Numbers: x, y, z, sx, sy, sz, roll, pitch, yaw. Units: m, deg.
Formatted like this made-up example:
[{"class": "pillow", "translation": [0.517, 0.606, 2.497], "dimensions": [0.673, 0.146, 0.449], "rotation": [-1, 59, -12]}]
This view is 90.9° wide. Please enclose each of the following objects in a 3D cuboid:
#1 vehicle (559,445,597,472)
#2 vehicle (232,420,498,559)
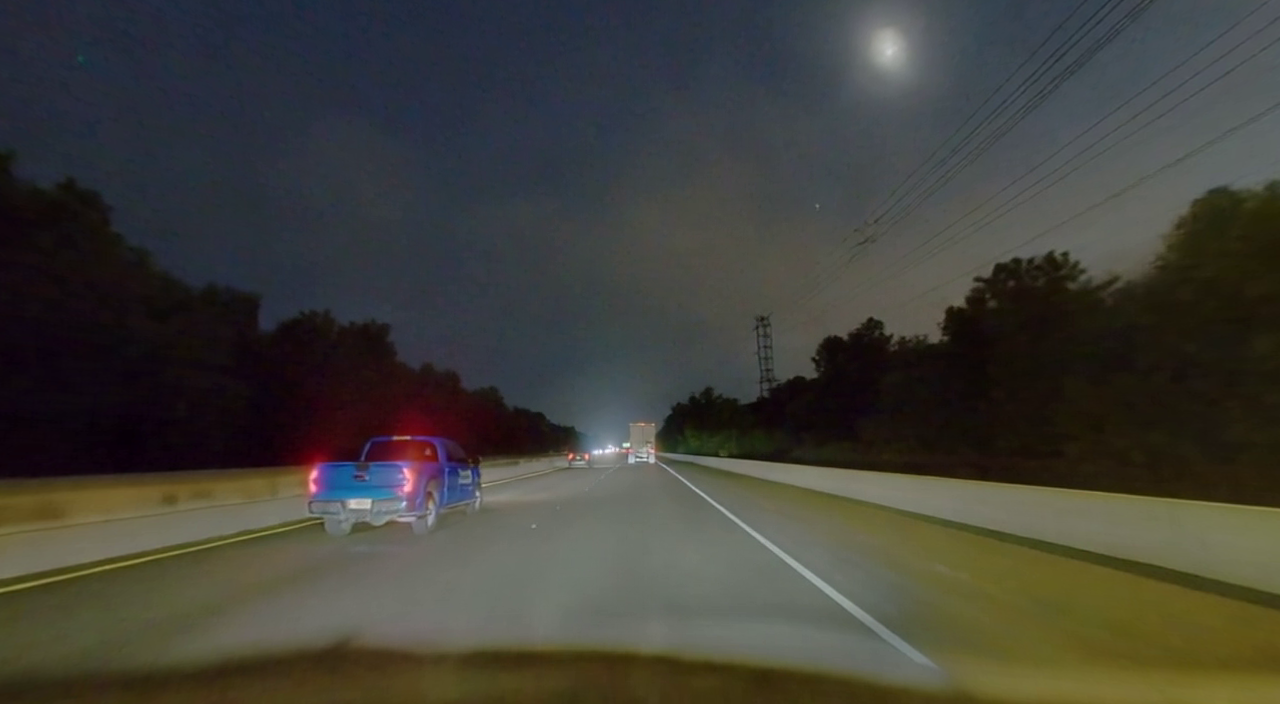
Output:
[{"class": "vehicle", "translation": [-4.222, 7.257, 43.287], "dimensions": [2.111, 1.735, 4.066], "rotation": [0, -9, 1]}, {"class": "vehicle", "translation": [-3.961, 2.077, 10.327], "dimensions": [2.049, 1.697, 4.998], "rotation": [0, -9, 1]}]
